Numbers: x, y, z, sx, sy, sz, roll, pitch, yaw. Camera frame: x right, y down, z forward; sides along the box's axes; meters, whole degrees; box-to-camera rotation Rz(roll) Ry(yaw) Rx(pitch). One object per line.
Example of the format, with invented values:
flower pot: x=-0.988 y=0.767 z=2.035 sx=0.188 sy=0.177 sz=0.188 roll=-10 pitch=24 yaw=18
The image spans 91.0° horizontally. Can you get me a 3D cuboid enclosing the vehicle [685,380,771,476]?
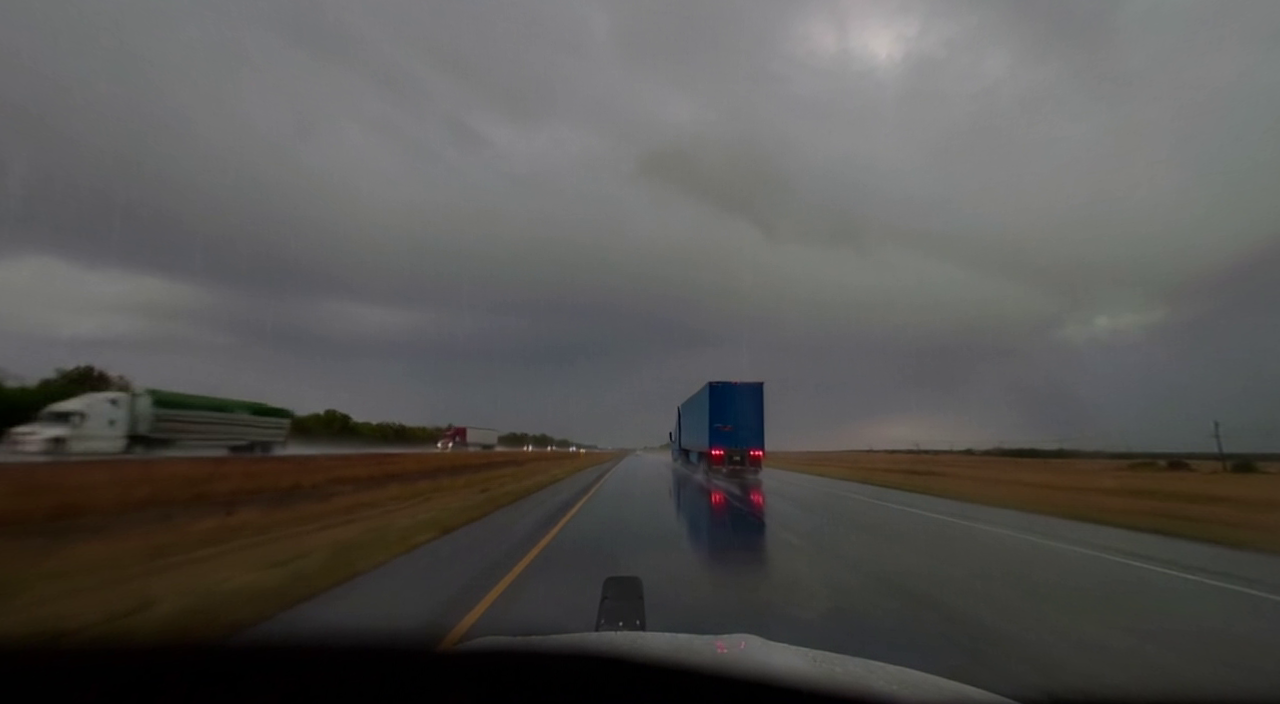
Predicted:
vehicle: x=4.285 y=4.300 z=34.060 sx=2.818 sy=4.206 sz=12.987 roll=0 pitch=-9 yaw=0

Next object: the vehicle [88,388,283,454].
vehicle: x=-33.278 y=5.571 z=47.824 sx=2.915 sy=4.150 sz=15.939 roll=0 pitch=-9 yaw=0

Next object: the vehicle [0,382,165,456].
vehicle: x=-33.324 y=4.191 z=37.521 sx=2.961 sy=3.871 sz=8.954 roll=0 pitch=-9 yaw=-1
